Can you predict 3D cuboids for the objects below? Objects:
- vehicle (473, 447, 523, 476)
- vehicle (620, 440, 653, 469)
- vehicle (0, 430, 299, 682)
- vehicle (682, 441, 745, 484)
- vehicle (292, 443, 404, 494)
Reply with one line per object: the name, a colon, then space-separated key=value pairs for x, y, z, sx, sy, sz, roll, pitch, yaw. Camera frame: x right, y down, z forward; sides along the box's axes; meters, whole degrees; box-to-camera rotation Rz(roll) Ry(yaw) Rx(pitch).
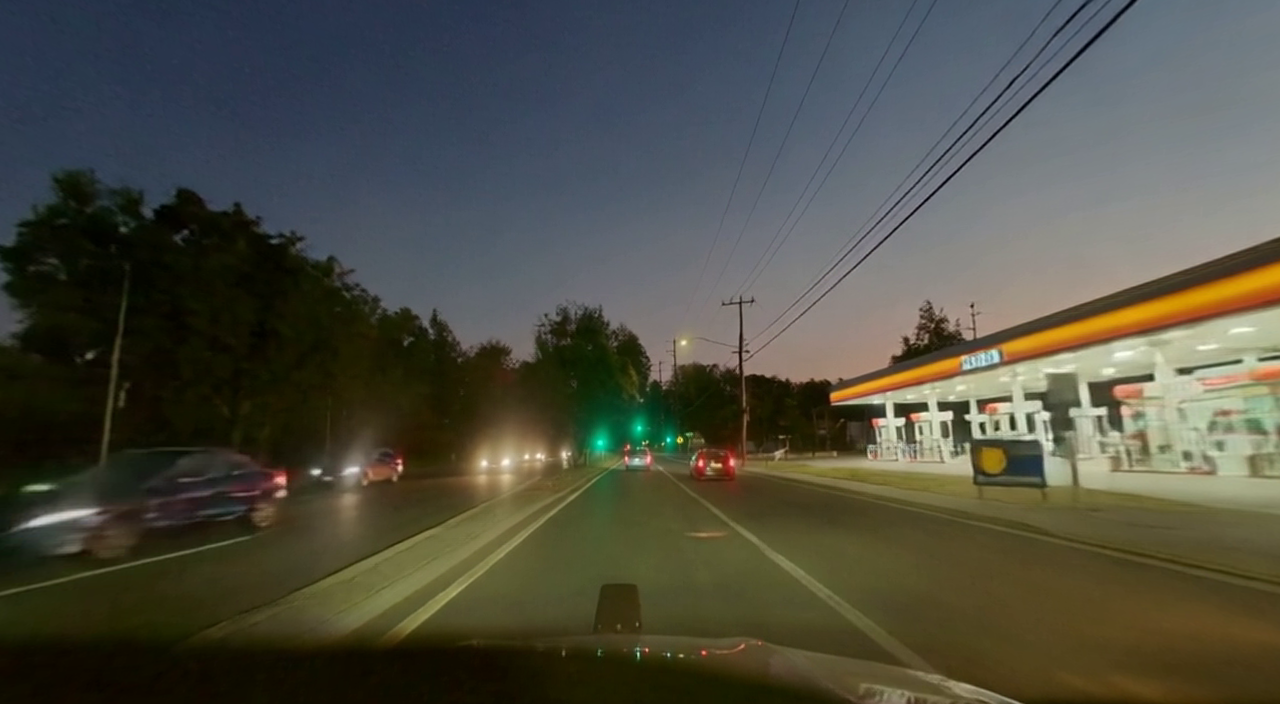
vehicle: x=-8.536 y=6.606 z=38.339 sx=2.085 sy=1.582 sz=4.305 roll=-1 pitch=-8 yaw=0
vehicle: x=-0.253 y=6.989 z=43.226 sx=2.163 sy=1.825 sz=4.073 roll=0 pitch=-8 yaw=-1
vehicle: x=-4.851 y=1.387 z=4.885 sx=2.032 sy=1.487 sz=4.413 roll=0 pitch=-8 yaw=-1
vehicle: x=2.947 y=4.504 z=26.180 sx=1.990 sy=1.592 sz=4.294 roll=0 pitch=-8 yaw=-1
vehicle: x=-11.619 y=4.617 z=25.569 sx=2.301 sy=1.827 sz=4.754 roll=0 pitch=-8 yaw=-1
